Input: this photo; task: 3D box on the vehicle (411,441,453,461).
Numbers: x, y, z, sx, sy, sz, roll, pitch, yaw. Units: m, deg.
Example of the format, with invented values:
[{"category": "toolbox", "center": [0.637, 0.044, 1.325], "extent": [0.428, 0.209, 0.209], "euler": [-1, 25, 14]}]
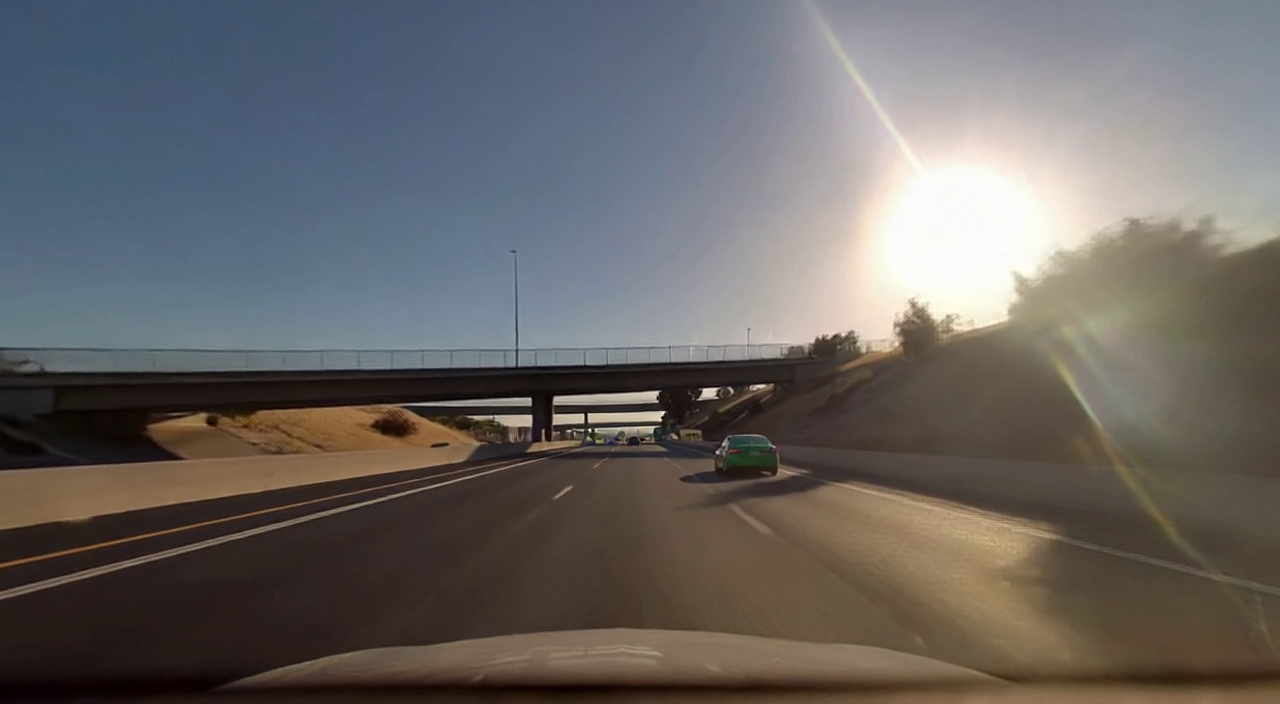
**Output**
[{"category": "vehicle", "center": [-16.314, 7.766, 49.510], "extent": [1.853, 1.514, 4.183], "euler": [0, -8, 0]}]

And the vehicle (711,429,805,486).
[{"category": "vehicle", "center": [3.371, 3.092, 18.830], "extent": [1.946, 1.481, 3.969], "euler": [0, -8, -2]}]
